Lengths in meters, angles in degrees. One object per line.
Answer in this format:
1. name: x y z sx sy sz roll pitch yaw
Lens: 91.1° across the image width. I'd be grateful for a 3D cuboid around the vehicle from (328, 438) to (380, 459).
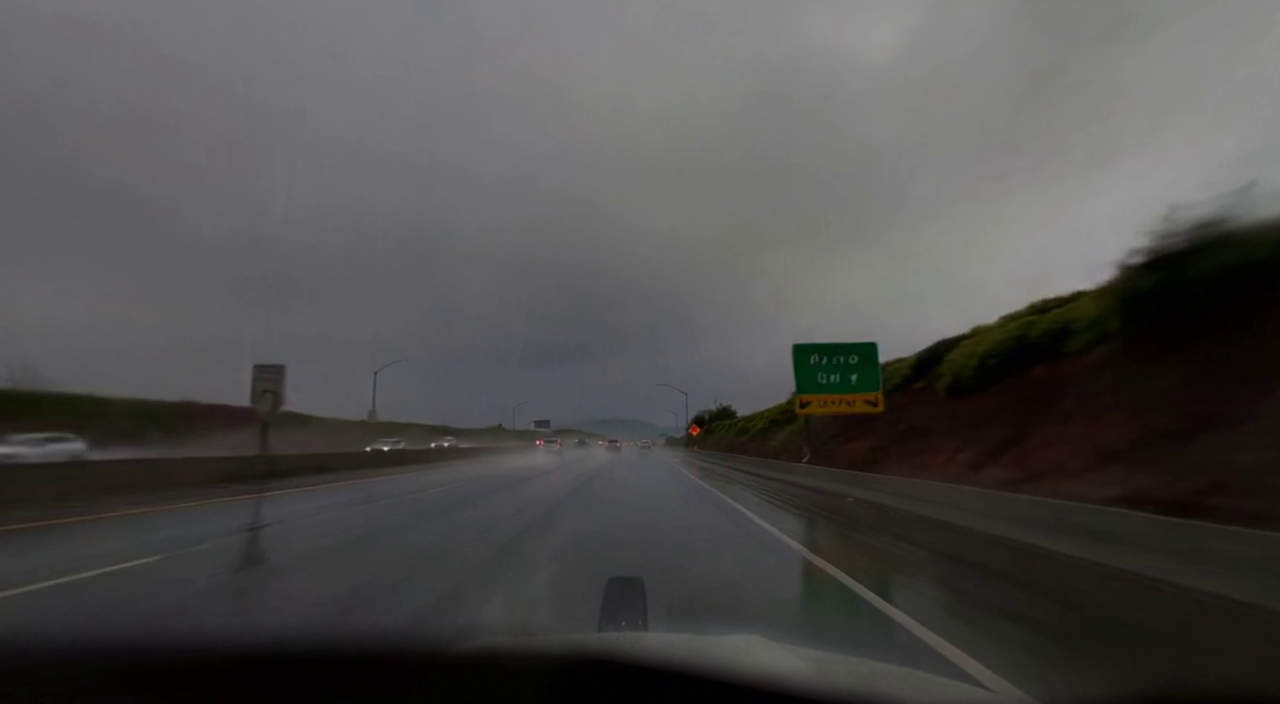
1. vehicle: -21.221 7.173 46.765 1.857 1.439 4.335 0 -8 0
